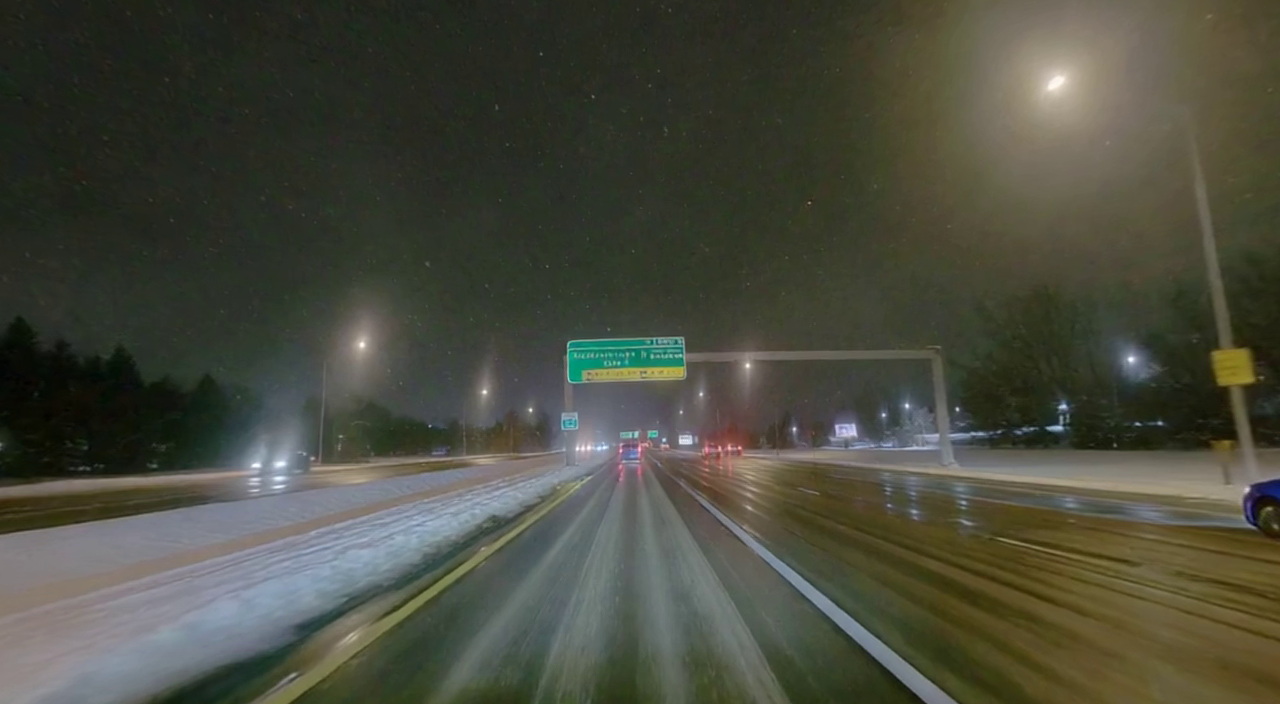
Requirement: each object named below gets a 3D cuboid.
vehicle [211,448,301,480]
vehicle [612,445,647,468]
[{"bbox_3d":[-21.176,6.176,35.152,2.001,1.573,4.861,0,-8,-1],"label":"vehicle"},{"bbox_3d":[-0.593,6.235,37.895,2.004,1.259,3.781,1,-8,0],"label":"vehicle"}]
